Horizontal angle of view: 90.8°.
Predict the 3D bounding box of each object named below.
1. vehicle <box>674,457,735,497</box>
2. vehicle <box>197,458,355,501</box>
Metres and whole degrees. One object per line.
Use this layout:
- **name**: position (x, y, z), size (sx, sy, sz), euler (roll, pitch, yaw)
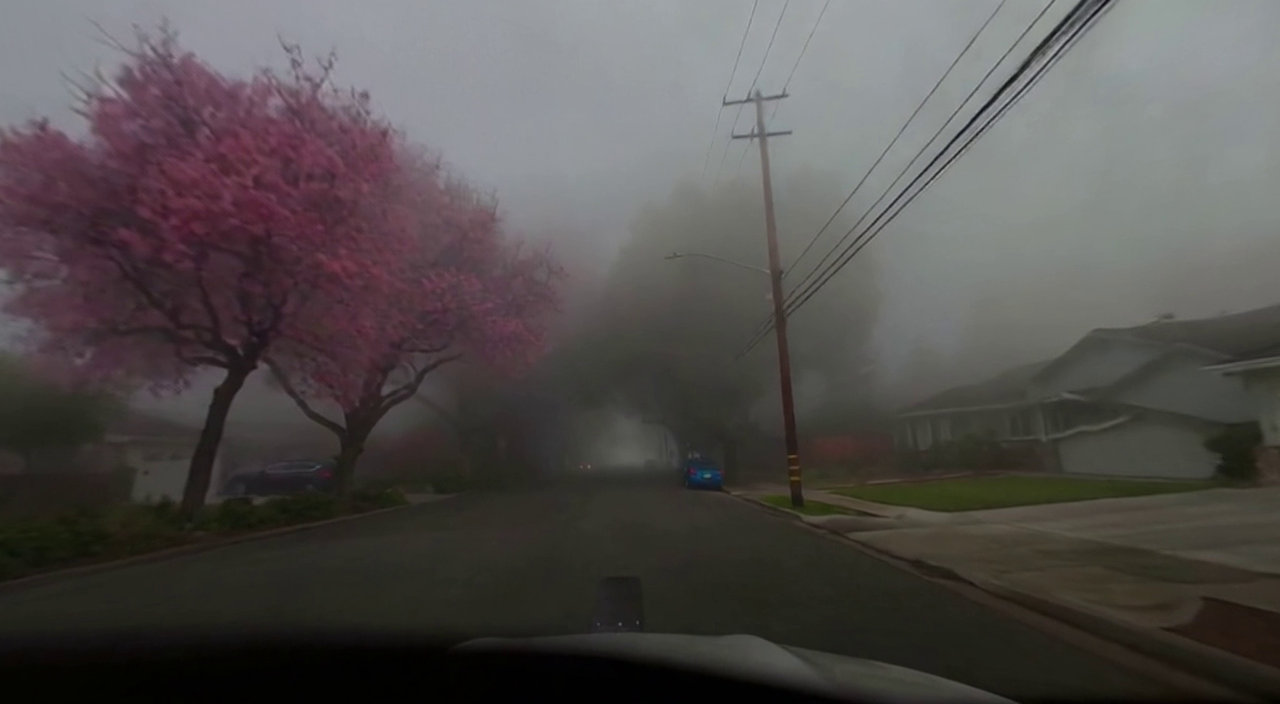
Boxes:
- **vehicle**: position (2.658, 5.301, 27.106), size (2.022, 1.455, 4.406), euler (0, -9, -2)
- **vehicle**: position (-16.717, 5.864, 29.284), size (5.902, 1.796, 2.183), euler (0, -9, -3)
